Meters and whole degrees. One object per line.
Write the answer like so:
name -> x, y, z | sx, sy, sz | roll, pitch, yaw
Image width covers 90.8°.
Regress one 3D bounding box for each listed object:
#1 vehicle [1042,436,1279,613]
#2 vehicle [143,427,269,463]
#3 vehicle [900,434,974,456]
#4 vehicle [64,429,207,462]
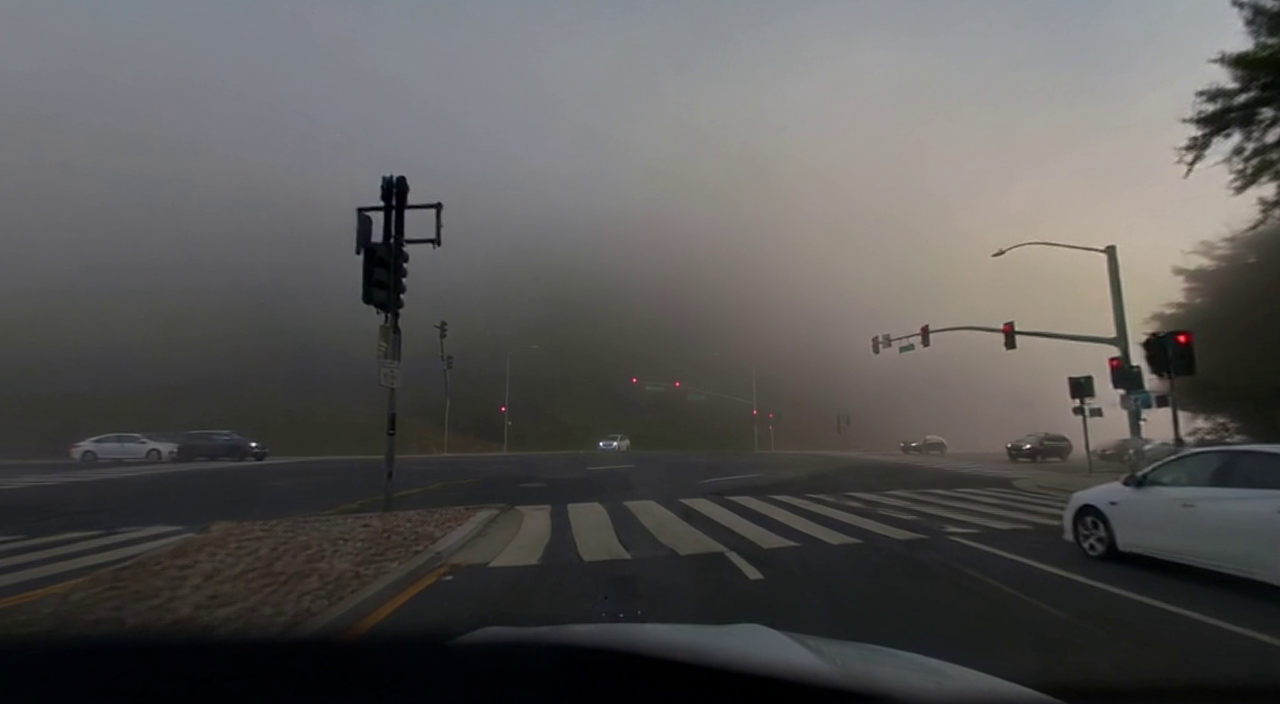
vehicle -> 6.085, 1.523, 5.946 | 1.815, 1.417, 4.125 | 0, -9, -1
vehicle -> -19.911, 4.290, 29.204 | 4.331, 1.544, 1.896 | 2, -9, -17
vehicle -> 21.029, 6.599, 44.697 | 4.516, 1.468, 1.962 | 3, -9, -18
vehicle -> -24.173, 4.508, 30.469 | 4.912, 1.485, 1.922 | 2, -9, -15
